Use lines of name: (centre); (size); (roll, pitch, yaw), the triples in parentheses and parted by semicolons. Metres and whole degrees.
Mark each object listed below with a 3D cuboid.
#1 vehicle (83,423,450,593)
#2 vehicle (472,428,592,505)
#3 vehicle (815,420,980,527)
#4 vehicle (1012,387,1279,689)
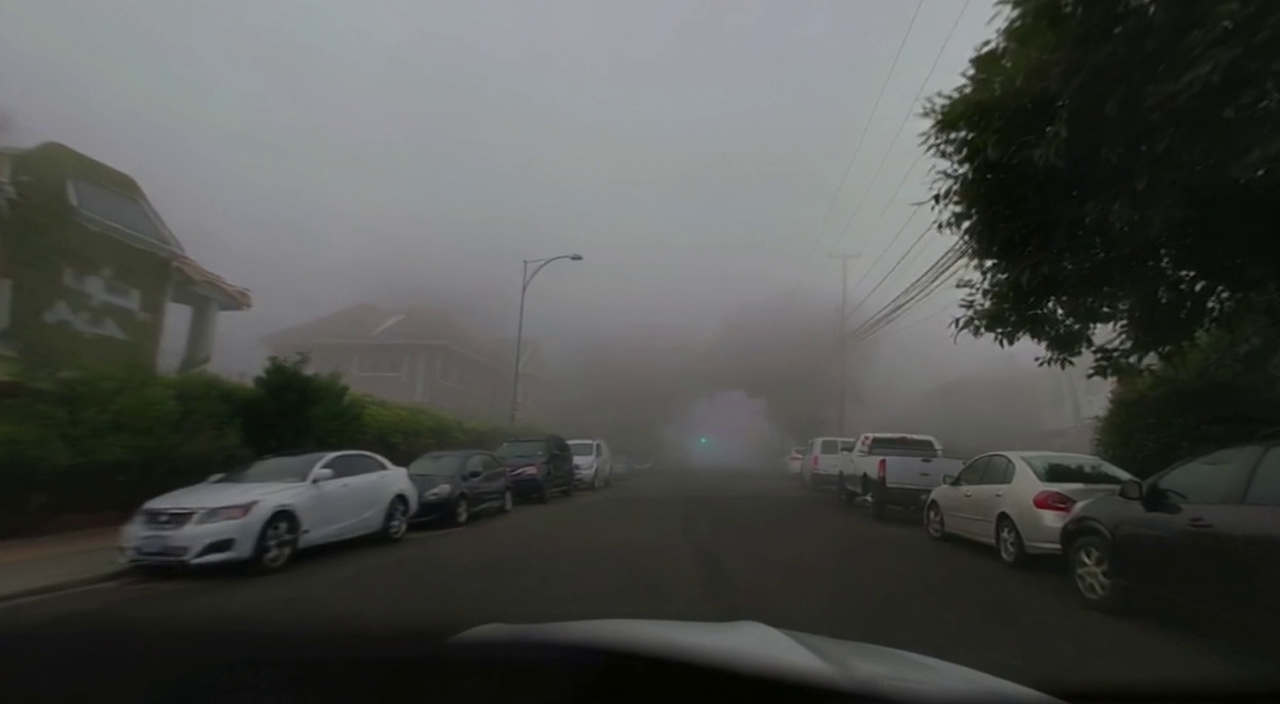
vehicle: (-4.506, 1.903, 8.694); (1.909, 1.675, 4.442); (-1, -8, 8)
vehicle: (-2.931, 3.267, 18.473); (2.034, 1.923, 4.713); (-1, -8, 9)
vehicle: (5.840, 2.793, 15.243); (2.237, 2.071, 5.332); (-1, -8, 7)
vehicle: (4.907, 1.302, 4.389); (2.055, 1.763, 5.134); (4, -10, 6)
